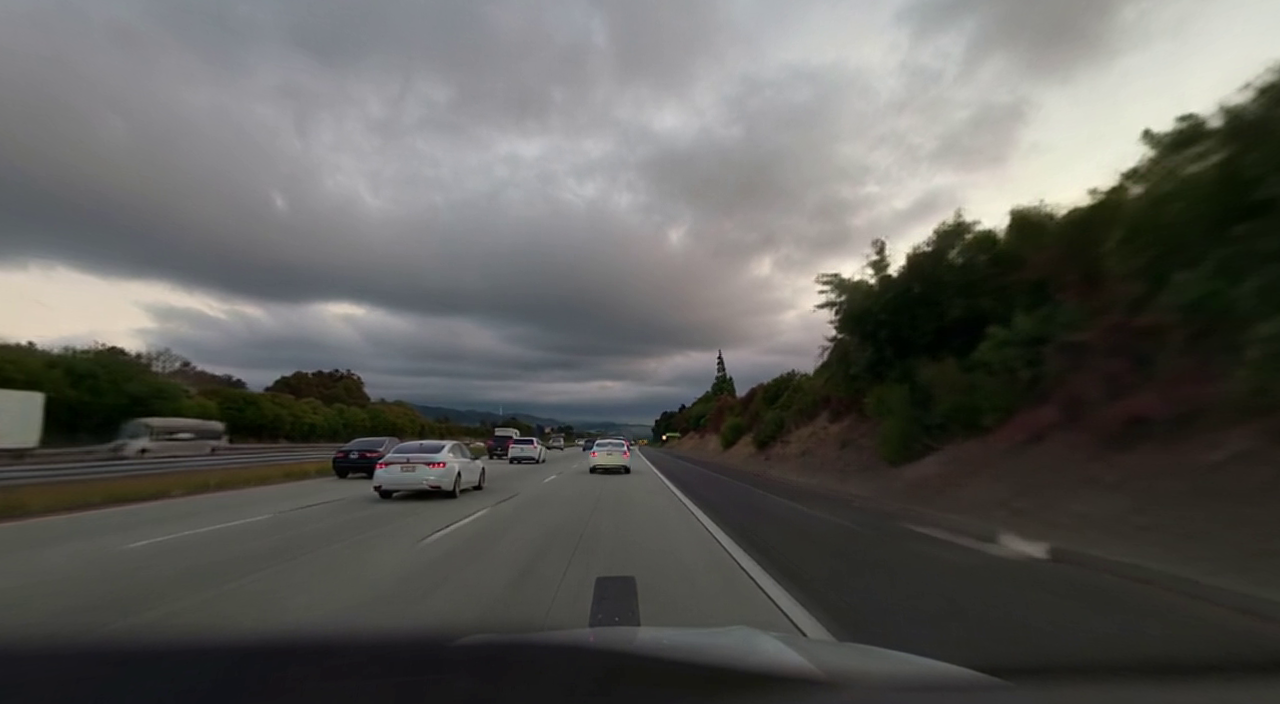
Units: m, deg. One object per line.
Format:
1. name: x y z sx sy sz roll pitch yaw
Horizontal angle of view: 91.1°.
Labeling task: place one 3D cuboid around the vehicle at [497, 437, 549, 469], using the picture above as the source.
1. vehicle: -5.611 4.877 30.580 1.835 1.432 3.835 0 -8 -1

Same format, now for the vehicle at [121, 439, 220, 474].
1. vehicle: -22.080 4.879 29.760 1.759 1.510 3.857 0 -8 -2

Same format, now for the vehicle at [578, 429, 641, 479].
1. vehicle: -1.110 3.750 23.464 2.178 1.658 3.916 0 -8 -2

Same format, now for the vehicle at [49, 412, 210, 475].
1. vehicle: -26.326 4.741 32.967 2.611 2.933 6.960 0 -8 -1

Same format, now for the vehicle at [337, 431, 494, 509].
1. vehicle: -4.802 2.553 14.241 1.971 1.464 4.386 0 -8 0

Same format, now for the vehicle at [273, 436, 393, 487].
1. vehicle: -9.522 3.384 19.890 1.850 1.439 3.932 0 -8 -1
